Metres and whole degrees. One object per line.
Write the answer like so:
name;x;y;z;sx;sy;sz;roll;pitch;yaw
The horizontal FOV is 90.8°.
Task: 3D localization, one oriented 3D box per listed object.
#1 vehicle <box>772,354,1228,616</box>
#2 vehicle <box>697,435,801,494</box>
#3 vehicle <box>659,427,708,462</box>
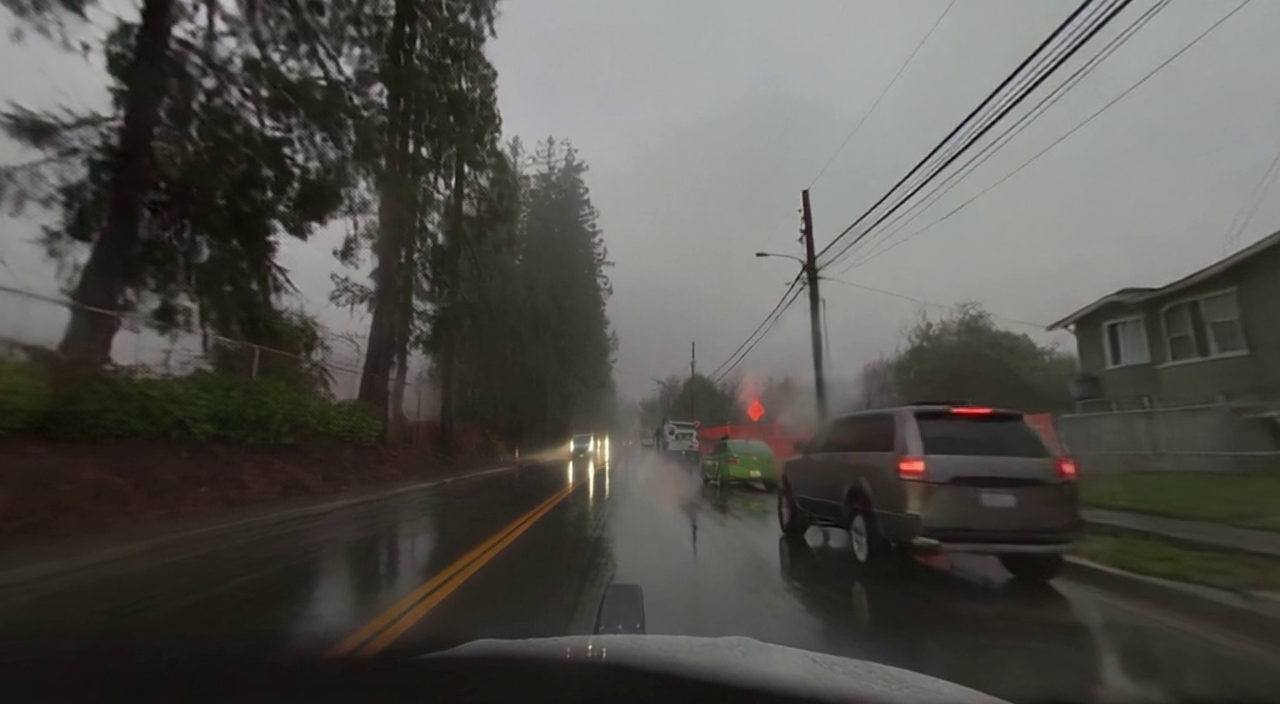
vehicle;3.200;1.351;7.248;2.293;1.957;4.934;0;-9;0
vehicle;3.022;3.242;18.628;2.006;1.482;4.722;0;-9;-3
vehicle;2.802;6.203;42.235;2.759;2.114;6.152;0;-9;0
